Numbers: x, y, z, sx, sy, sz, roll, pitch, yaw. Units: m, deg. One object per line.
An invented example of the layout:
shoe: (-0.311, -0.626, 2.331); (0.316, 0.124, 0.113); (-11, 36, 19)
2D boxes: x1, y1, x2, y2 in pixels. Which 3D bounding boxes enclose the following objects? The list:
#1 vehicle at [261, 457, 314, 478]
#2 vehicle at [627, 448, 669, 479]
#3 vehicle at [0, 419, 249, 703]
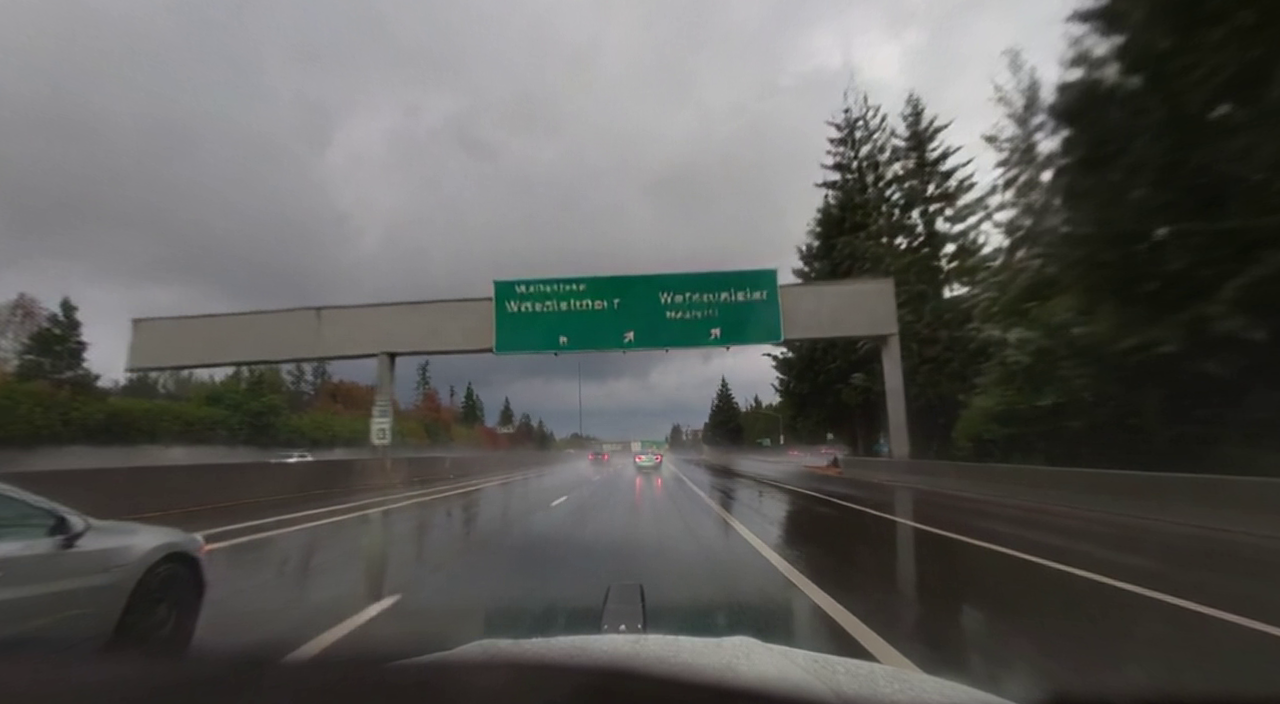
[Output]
vehicle: (-26.055, 8.518, 46.725); (1.807, 1.484, 3.871); (0, -9, -2)
vehicle: (0.413, 5.590, 31.834); (2.002, 1.449, 3.612); (0, -9, 0)
vehicle: (-3.900, 0.983, 2.421); (2.062, 1.474, 4.151); (0, -9, 1)
